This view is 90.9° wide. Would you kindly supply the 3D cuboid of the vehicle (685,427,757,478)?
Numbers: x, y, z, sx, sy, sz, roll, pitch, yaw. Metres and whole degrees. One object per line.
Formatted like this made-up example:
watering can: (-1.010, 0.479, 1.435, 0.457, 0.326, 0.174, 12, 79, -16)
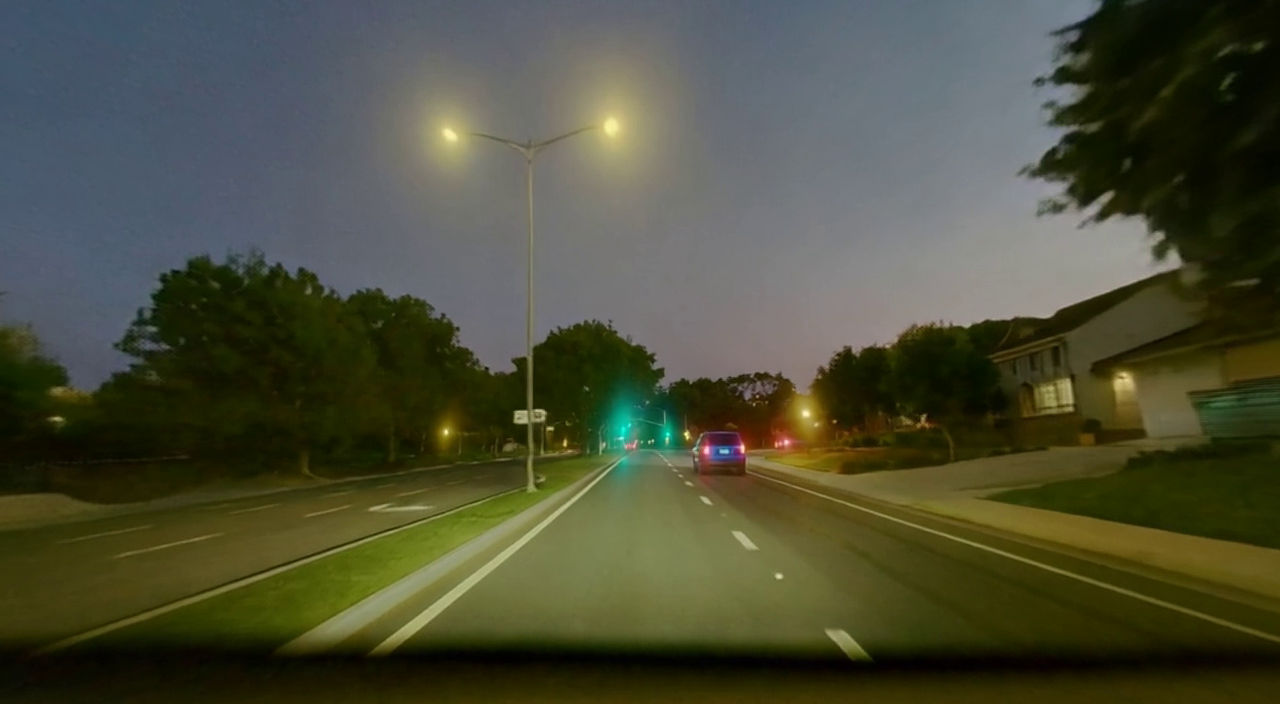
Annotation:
vehicle: (3.024, 3.896, 24.578, 2.180, 1.773, 4.639, 0, -8, 0)
